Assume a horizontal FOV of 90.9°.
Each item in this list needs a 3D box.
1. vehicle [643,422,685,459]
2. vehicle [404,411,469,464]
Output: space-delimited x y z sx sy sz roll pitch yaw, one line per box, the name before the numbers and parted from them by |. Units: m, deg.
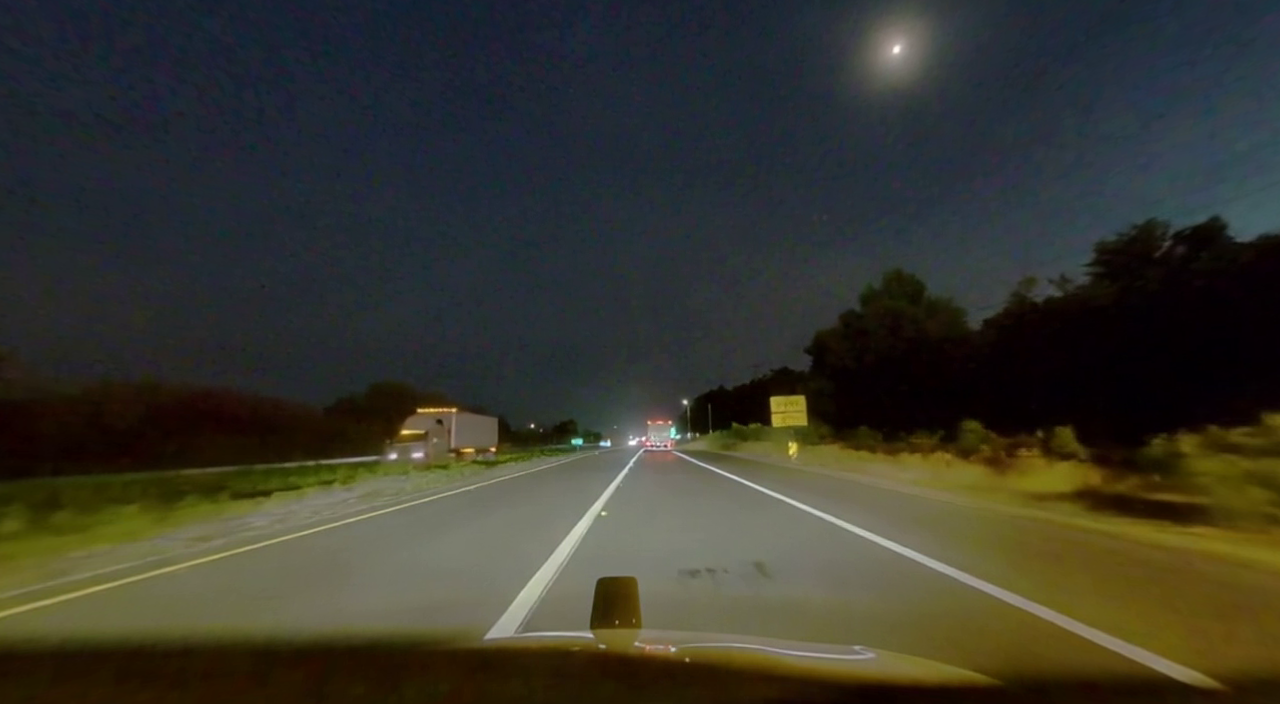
vehicle | 1.533 5.908 42.274 2.495 2.327 5.800 0 -8 -1
vehicle | -15.659 6.629 48.906 3.005 3.785 5.802 0 -8 0
